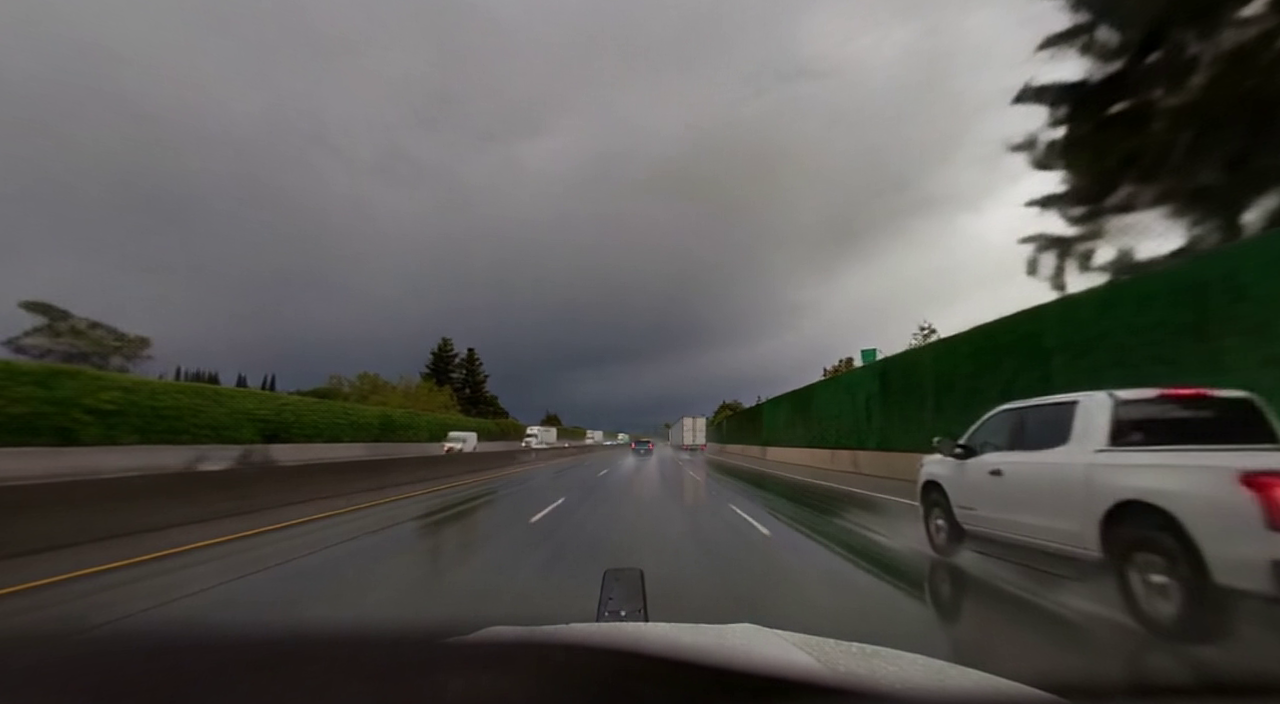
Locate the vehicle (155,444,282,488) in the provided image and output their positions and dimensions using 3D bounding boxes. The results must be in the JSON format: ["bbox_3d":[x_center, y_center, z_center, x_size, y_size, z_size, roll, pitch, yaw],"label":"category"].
[{"bbox_3d":[-15.713,4.239,23.751,1.908,1.466,3.993,0,-8,2],"label":"vehicle"}]

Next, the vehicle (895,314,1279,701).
[{"bbox_3d":[4.346,1.082,5.241,2.209,1.943,5.262,0,-8,0],"label":"vehicle"}]

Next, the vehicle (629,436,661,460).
[{"bbox_3d":[0.337,7.472,49.237,2.389,1.760,4.473,0,-8,0],"label":"vehicle"}]
